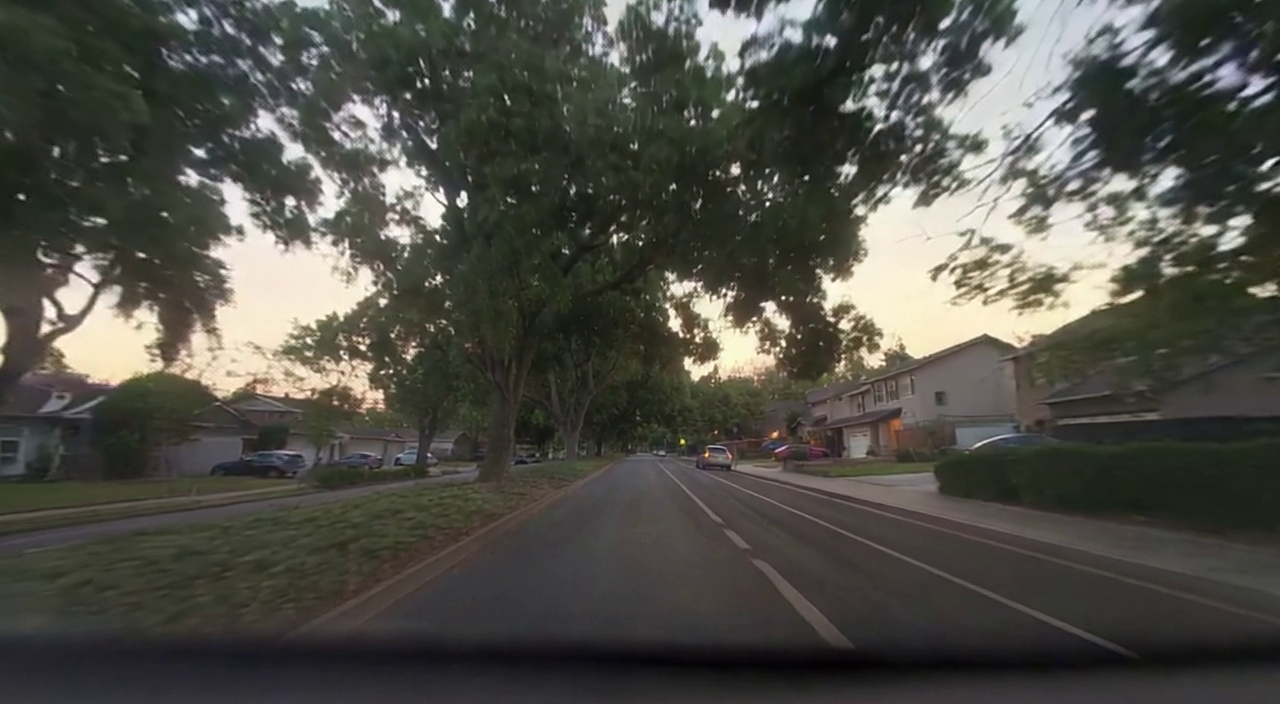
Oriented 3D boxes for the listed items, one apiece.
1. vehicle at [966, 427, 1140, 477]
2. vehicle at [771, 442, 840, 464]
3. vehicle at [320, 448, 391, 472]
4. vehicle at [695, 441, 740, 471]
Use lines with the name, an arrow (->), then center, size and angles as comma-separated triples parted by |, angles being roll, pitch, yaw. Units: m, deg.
vehicle -> 13.940, 3.386, 21.517 | 4.570, 1.502, 1.877 | -1, -7, -1
vehicle -> 12.106, 7.428, 46.437 | 4.577, 1.490, 1.903 | 0, -7, 0
vehicle -> -21.067, 8.000, 46.907 | 4.272, 1.688, 1.990 | 0, -8, -2
vehicle -> 4.882, 6.632, 40.661 | 2.196, 1.801, 4.778 | 0, -8, -1
